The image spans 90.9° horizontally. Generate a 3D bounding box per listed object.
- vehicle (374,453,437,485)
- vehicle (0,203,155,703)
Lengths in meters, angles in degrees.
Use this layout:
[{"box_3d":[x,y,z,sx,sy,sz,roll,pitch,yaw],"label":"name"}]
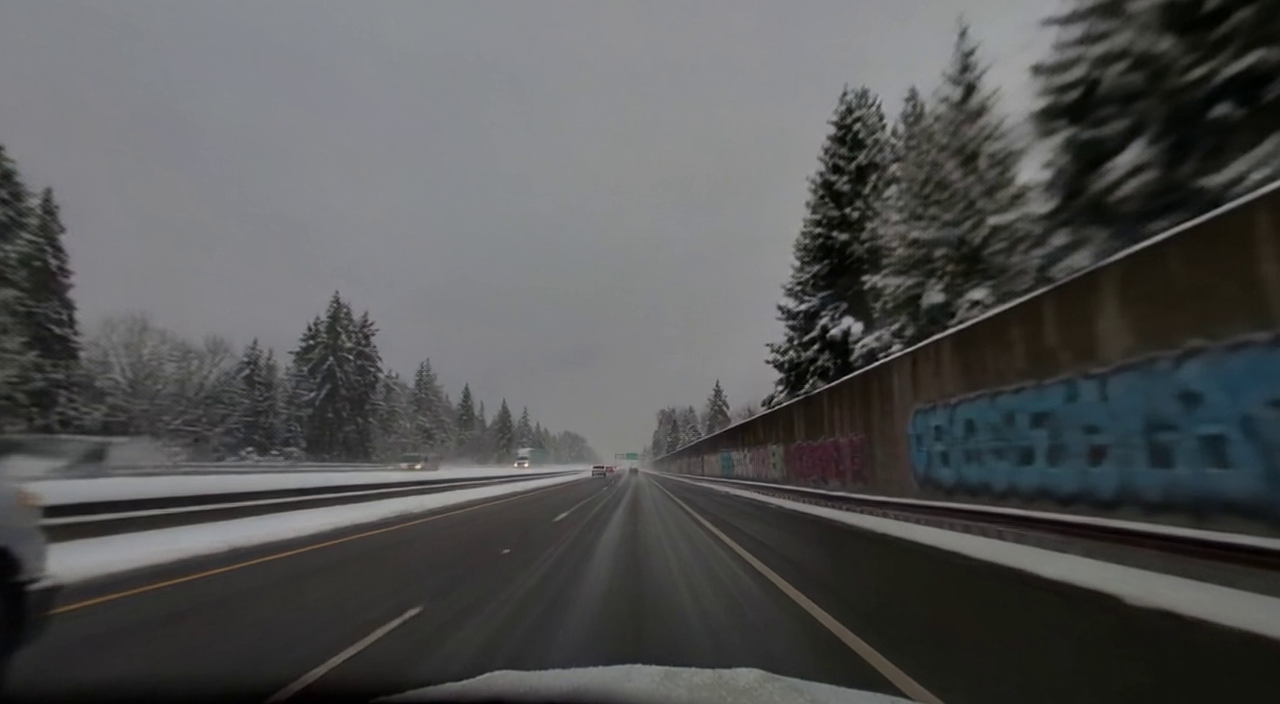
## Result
[{"box_3d":[-13.404,6.757,36.306,1.927,1.666,4.412,1,-11,0],"label":"vehicle"},{"box_3d":[-4.254,0.114,0.667,2.597,2.434,6.020,1,-11,-1],"label":"vehicle"}]
